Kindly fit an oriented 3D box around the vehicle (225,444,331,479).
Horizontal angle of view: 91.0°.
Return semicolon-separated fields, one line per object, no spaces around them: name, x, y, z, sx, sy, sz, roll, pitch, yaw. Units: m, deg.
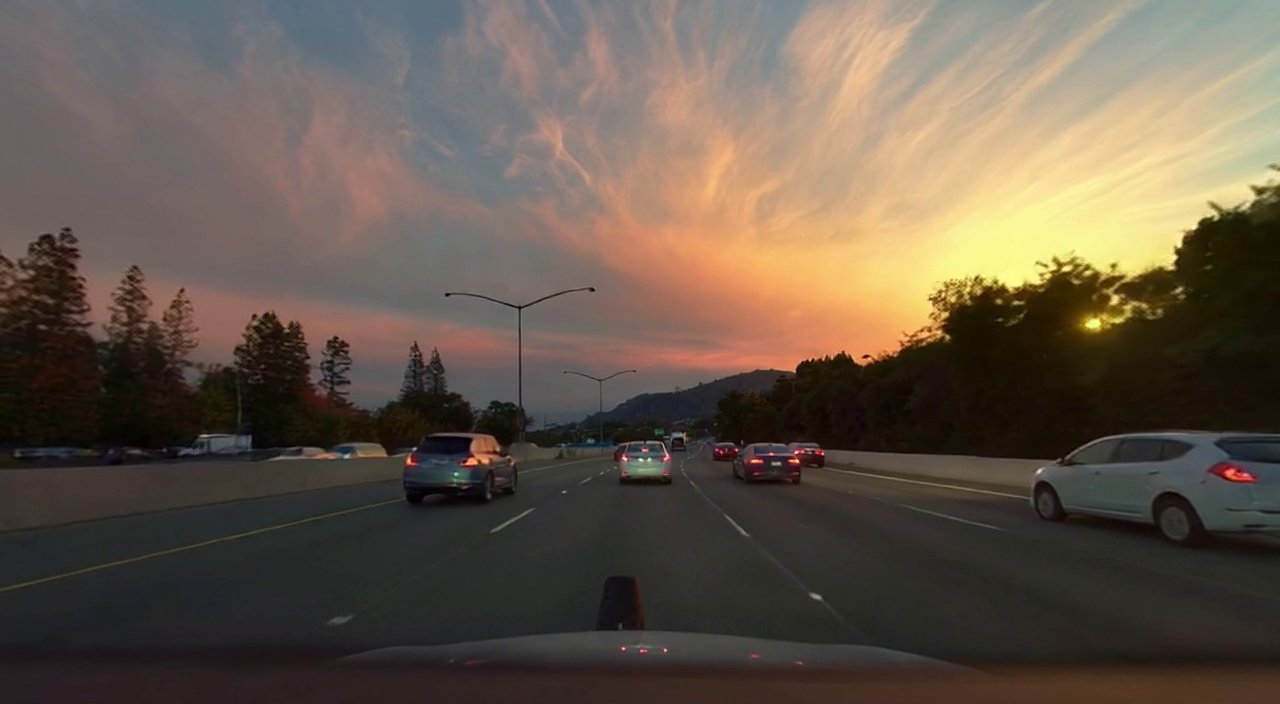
vehicle;-20.192;6.125;35.498;2.216;1.736;5.773;0;-9;4

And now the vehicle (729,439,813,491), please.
vehicle;4.216;3.697;21.011;1.999;1.514;4.338;0;-9;2

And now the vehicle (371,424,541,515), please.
vehicle;-3.737;2.502;13.866;2.128;1.627;4.697;0;-9;3

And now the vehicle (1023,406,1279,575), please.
vehicle;7.390;1.653;8.015;2.028;1.657;4.823;0;-9;1

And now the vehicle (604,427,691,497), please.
vehicle;0.265;3.081;17.966;2.181;1.728;3.970;0;-9;2
